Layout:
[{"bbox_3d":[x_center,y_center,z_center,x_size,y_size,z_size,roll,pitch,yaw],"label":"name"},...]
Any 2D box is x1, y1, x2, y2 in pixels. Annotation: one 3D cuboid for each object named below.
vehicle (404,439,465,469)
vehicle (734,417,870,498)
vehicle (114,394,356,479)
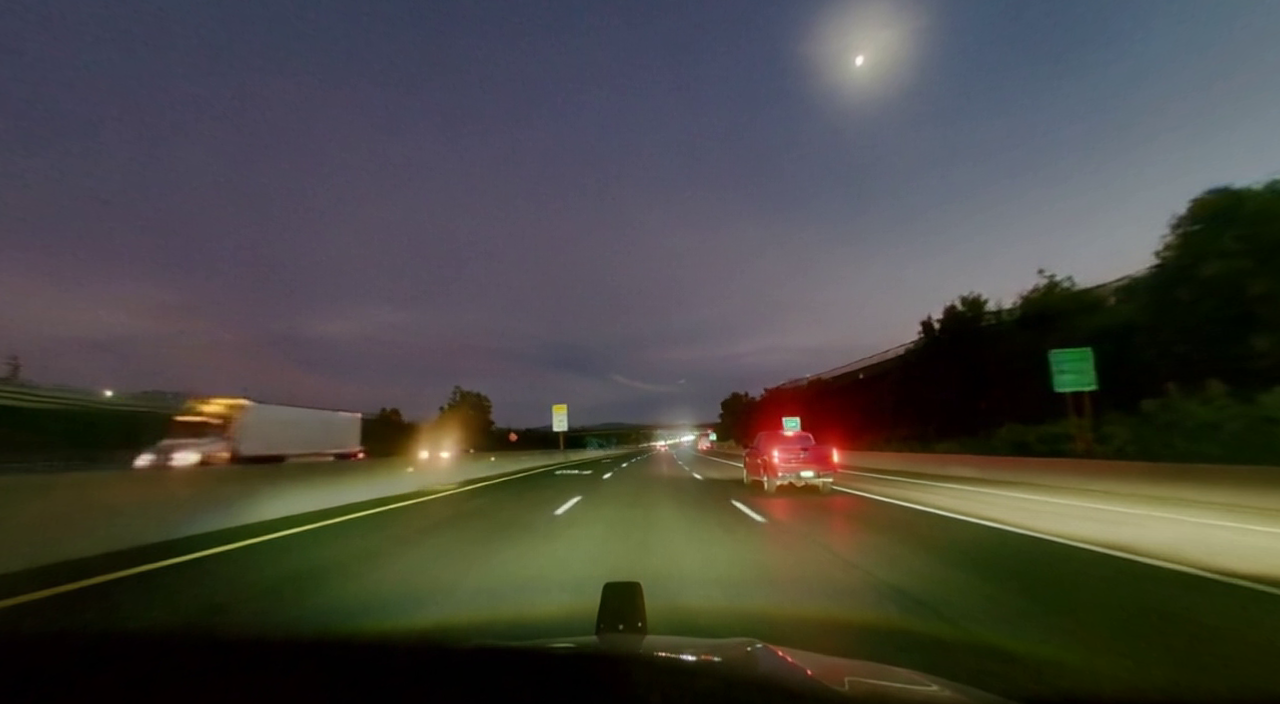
[{"bbox_3d":[-12.340,6.126,38.164,2.004,1.656,4.805,0,-8,1],"label":"vehicle"},{"bbox_3d":[4.519,3.080,18.817,2.505,2.020,5.532,0,-8,-1],"label":"vehicle"},{"bbox_3d":[-18.565,4.197,30.847,3.005,3.267,12.753,0,-8,2],"label":"vehicle"}]
